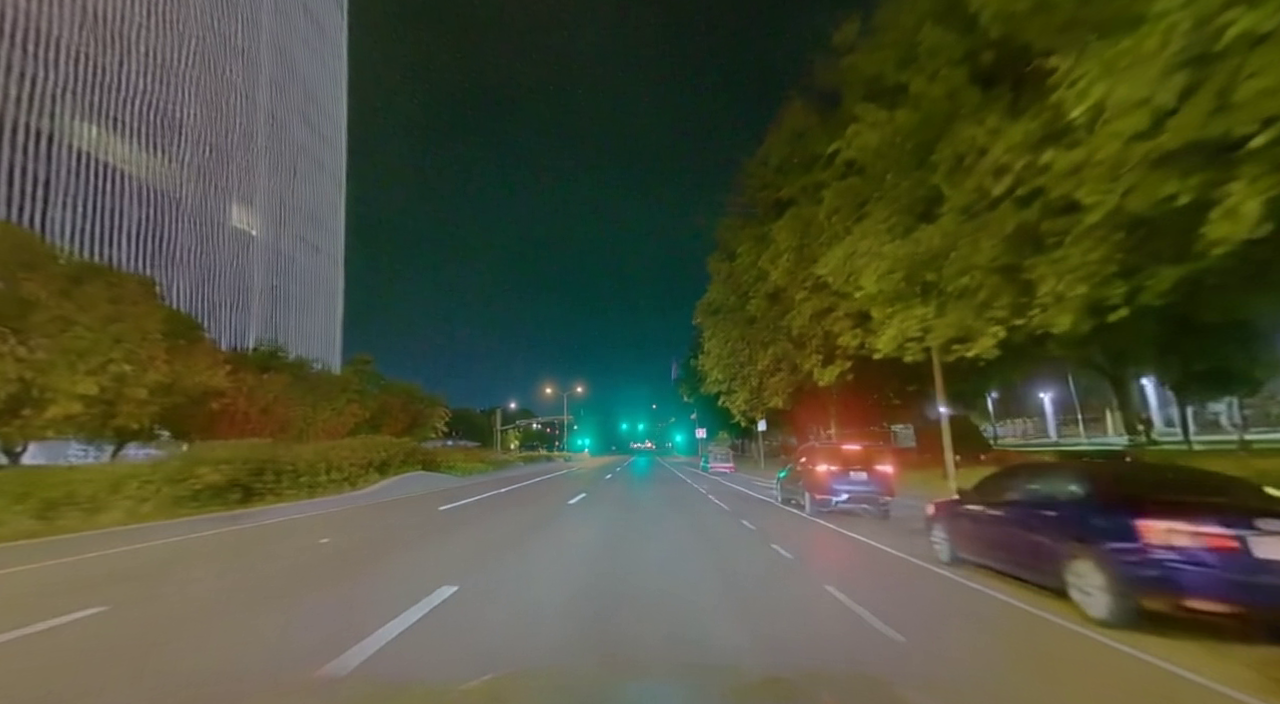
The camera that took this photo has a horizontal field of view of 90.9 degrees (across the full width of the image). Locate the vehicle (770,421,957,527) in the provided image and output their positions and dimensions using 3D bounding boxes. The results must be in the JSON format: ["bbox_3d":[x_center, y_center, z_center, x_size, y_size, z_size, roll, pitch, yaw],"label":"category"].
[{"bbox_3d":[4.442,2.517,13.606,2.198,1.834,4.963,0,-8,0],"label":"vehicle"}]

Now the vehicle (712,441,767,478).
[{"bbox_3d":[4.895,5.332,31.601,1.987,1.718,4.698,0,-8,0],"label":"vehicle"}]

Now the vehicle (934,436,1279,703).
[{"bbox_3d":[4.407,1.433,5.093,1.865,1.457,4.689,0,-8,1],"label":"vehicle"}]
